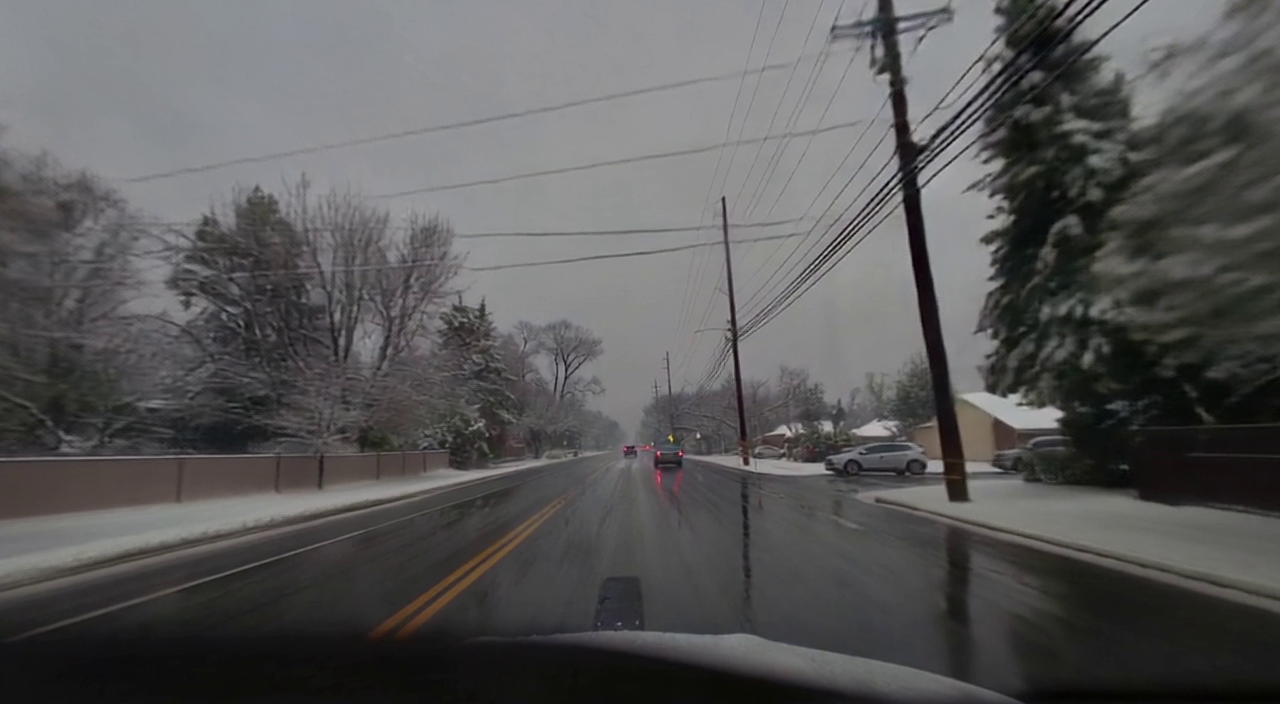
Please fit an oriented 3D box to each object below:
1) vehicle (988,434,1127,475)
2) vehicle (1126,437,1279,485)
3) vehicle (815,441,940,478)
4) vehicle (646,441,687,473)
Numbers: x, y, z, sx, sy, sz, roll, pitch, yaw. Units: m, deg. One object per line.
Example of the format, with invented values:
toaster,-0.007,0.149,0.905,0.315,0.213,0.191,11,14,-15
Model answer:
vehicle,18.064,4.464,27.499,4.566,1.691,1.996,0,-9,0
vehicle,19.359,3.556,20.800,4.869,1.477,2.076,-1,-9,2
vehicle,10.007,4.548,26.850,4.511,1.473,1.962,0,-8,-2
vehicle,1.303,5.378,32.497,1.975,1.497,3.647,0,-9,0
